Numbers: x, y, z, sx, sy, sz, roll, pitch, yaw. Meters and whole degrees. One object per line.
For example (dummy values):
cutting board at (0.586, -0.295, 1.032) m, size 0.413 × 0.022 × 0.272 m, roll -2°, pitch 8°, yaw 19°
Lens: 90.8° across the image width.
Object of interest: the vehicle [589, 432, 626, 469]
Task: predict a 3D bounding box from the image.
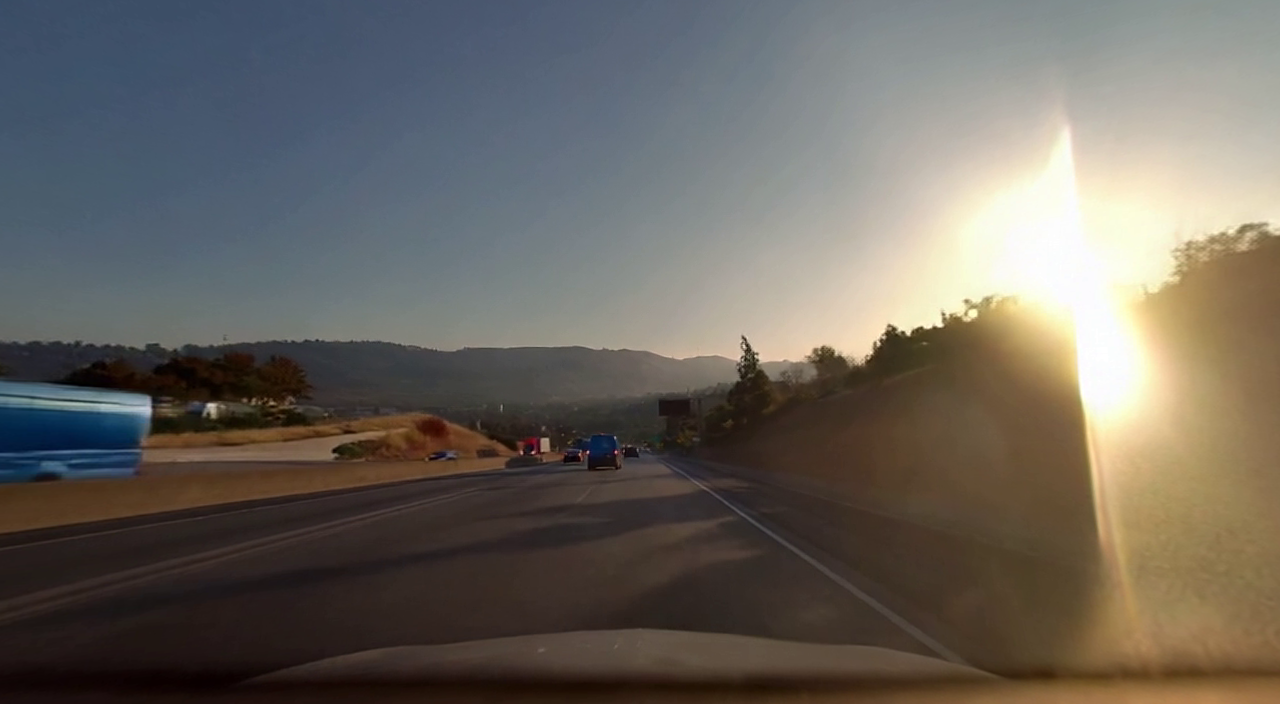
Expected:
vehicle at (-2.308, 7.318, 46.814) m, size 2.437 × 2.565 × 5.829 m, roll 0°, pitch -9°, yaw 0°

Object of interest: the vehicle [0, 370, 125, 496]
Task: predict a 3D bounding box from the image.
vehicle at (-23.332, 2.451, 19.309) m, size 3.561 × 4.188 × 13.676 m, roll -1°, pitch -9°, yaw 0°
